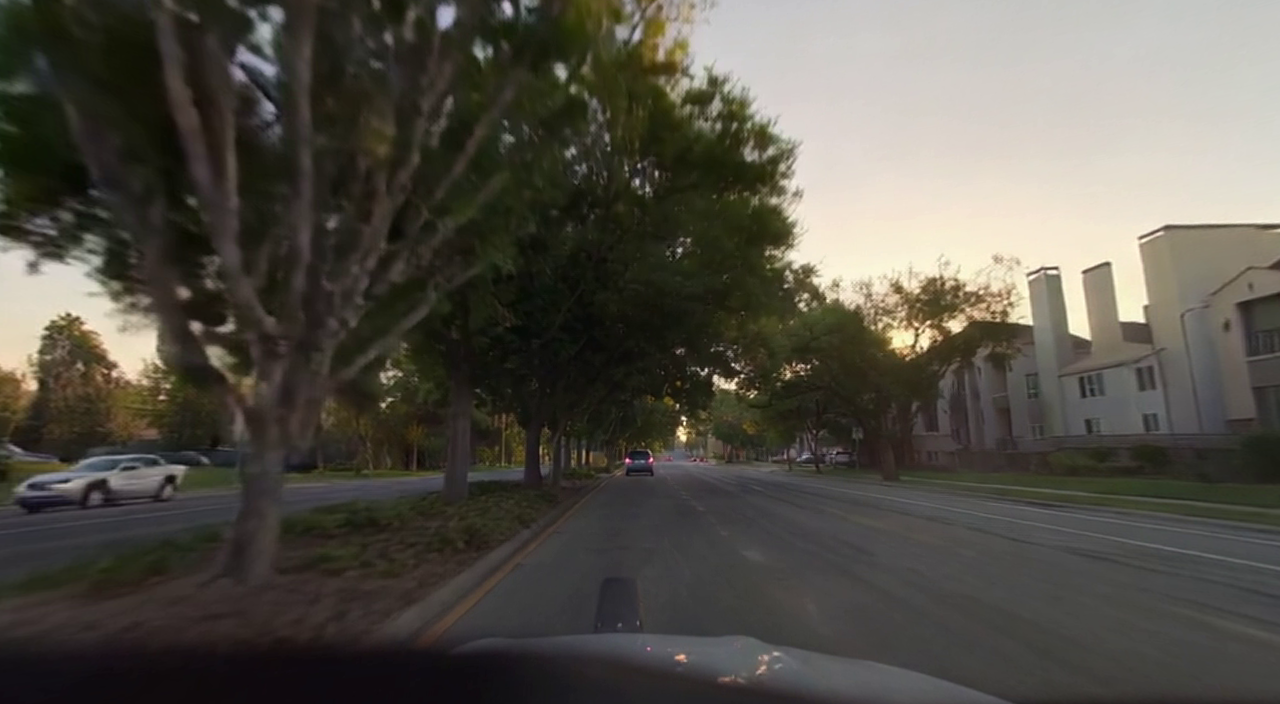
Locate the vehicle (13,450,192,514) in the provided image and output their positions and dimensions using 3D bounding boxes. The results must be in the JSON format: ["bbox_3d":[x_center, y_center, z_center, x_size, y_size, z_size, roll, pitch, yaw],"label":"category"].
[{"bbox_3d":[-18.481,4.438,22.125,2.048,1.955,4.692,0,-9,0],"label":"vehicle"}]

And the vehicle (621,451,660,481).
[{"bbox_3d":[0.066,6.331,35.355,2.093,1.591,4.247,0,-9,1],"label":"vehicle"}]
